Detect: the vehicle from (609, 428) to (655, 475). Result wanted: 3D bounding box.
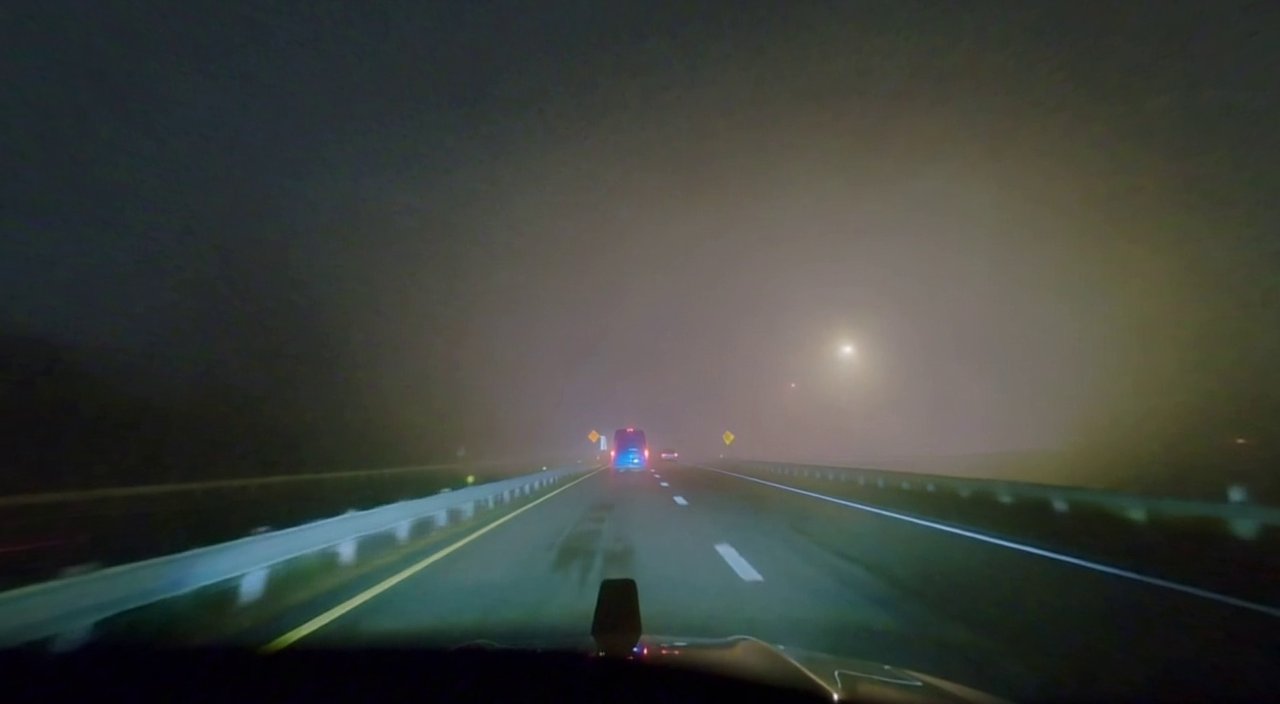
[{"bbox_3d":[-0.496,5.968,37.739,2.560,2.598,5.581,0,-9,-1],"label":"vehicle"}]
